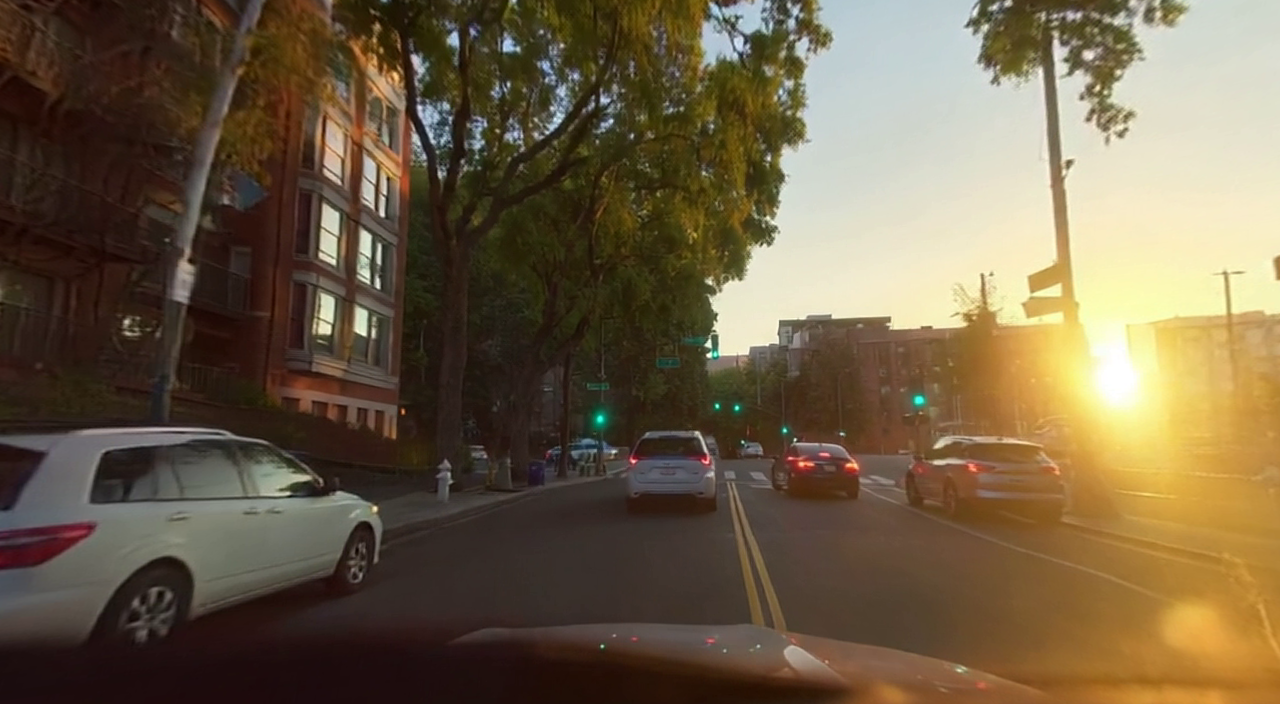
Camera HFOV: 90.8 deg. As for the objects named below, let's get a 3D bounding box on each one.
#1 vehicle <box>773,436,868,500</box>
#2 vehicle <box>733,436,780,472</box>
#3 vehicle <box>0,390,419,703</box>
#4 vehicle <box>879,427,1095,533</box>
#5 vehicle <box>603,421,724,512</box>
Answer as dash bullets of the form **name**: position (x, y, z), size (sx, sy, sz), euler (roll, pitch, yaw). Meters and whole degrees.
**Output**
- **vehicle**: position (5.103, 3.310, 18.420), size (2.111, 1.619, 4.077), euler (-1, -9, 9)
- **vehicle**: position (5.991, 5.300, 33.024), size (2.111, 1.705, 4.093), euler (-1, -9, 7)
- **vehicle**: position (-3.978, 1.415, 5.424), size (2.013, 1.772, 4.439), euler (-2, -9, 9)
- **vehicle**: position (7.057, 2.631, 13.763), size (2.093, 1.815, 5.441), euler (-1, -9, 6)
- **vehicle**: position (0.789, 2.730, 15.561), size (2.333, 1.832, 5.200), euler (-2, -9, 9)
